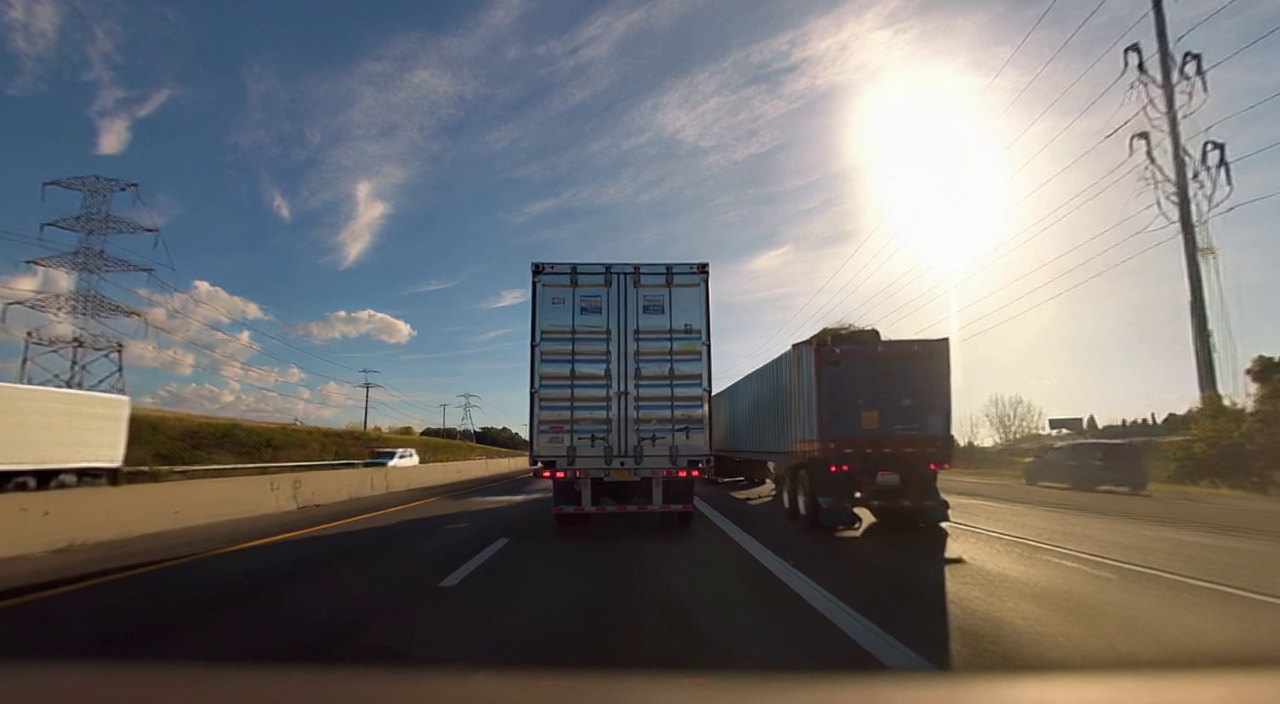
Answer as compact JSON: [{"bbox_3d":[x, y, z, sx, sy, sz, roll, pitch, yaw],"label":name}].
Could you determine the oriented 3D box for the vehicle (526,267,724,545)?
[{"bbox_3d":[-0.224,1.625,15.308,2.841,4.071,12.046,0,-9,0],"label":"vehicle"}]

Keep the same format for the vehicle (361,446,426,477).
[{"bbox_3d":[-13.045,5.798,33.769,1.950,1.526,3.713,0,-9,0],"label":"vehicle"}]

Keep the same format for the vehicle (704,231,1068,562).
[{"bbox_3d":[3.578,1.437,14.181,2.797,4.023,13.066,0,-9,0],"label":"vehicle"}]

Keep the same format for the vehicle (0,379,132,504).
[{"bbox_3d":[-20.400,2.418,17.105,2.770,3.665,12.784,0,-9,0],"label":"vehicle"}]

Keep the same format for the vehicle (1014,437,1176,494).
[{"bbox_3d":[12.811,3.201,18.150,1.766,1.452,3.703,0,-9,-2],"label":"vehicle"}]
